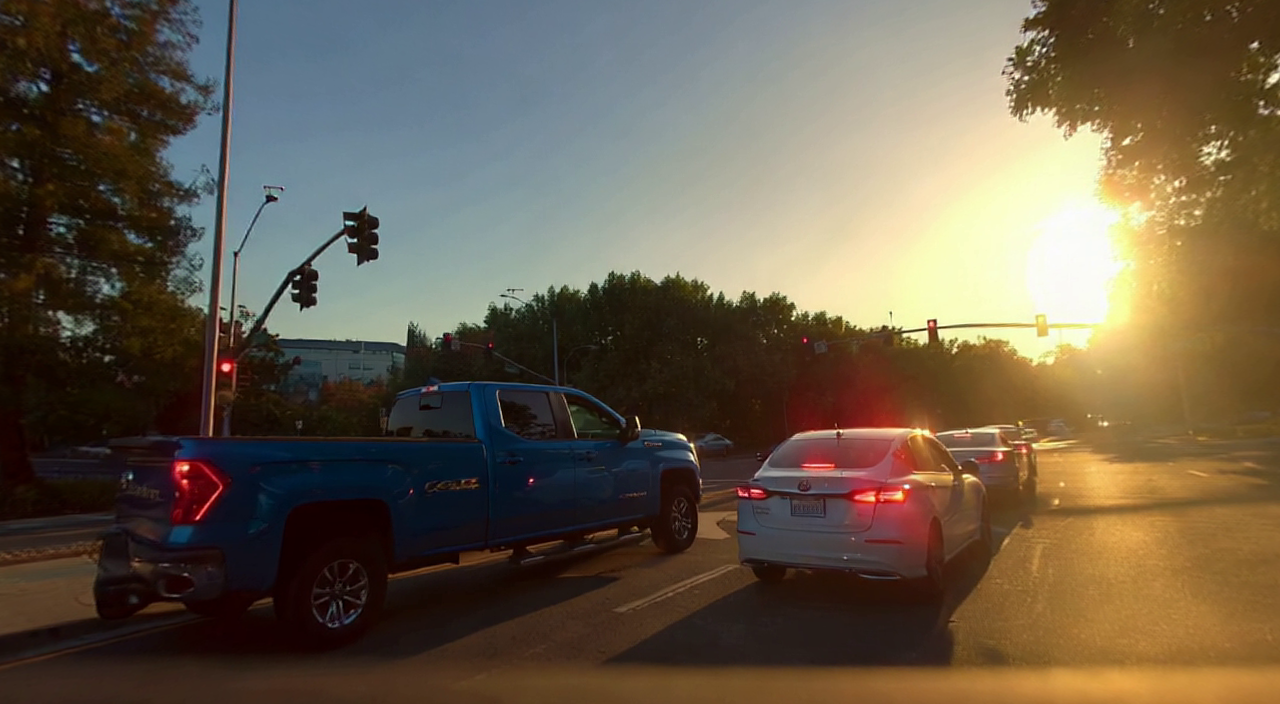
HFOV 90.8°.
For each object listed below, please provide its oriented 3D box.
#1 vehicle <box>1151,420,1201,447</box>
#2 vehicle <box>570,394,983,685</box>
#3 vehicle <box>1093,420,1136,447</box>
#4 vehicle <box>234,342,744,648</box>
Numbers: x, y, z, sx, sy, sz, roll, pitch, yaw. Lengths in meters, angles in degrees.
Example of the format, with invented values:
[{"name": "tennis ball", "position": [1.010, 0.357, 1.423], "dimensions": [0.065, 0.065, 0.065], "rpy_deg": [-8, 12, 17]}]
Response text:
[{"name": "vehicle", "position": [35.761, 5.478, 42.196], "dimensions": [2.183, 1.714, 4.491], "rpy_deg": [-6, -11, 37]}, {"name": "vehicle", "position": [1.713, 1.379, 5.989], "dimensions": [2.027, 1.549, 4.801], "rpy_deg": [-6, -10, 35]}, {"name": "vehicle", "position": [32.796, 5.677, 43.716], "dimensions": [2.160, 1.790, 4.303], "rpy_deg": [-6, -10, 35]}, {"name": "vehicle", "position": [-0.878, 1.401, 7.460], "dimensions": [2.272, 2.016, 6.146], "rpy_deg": [-5, -10, 28]}]
